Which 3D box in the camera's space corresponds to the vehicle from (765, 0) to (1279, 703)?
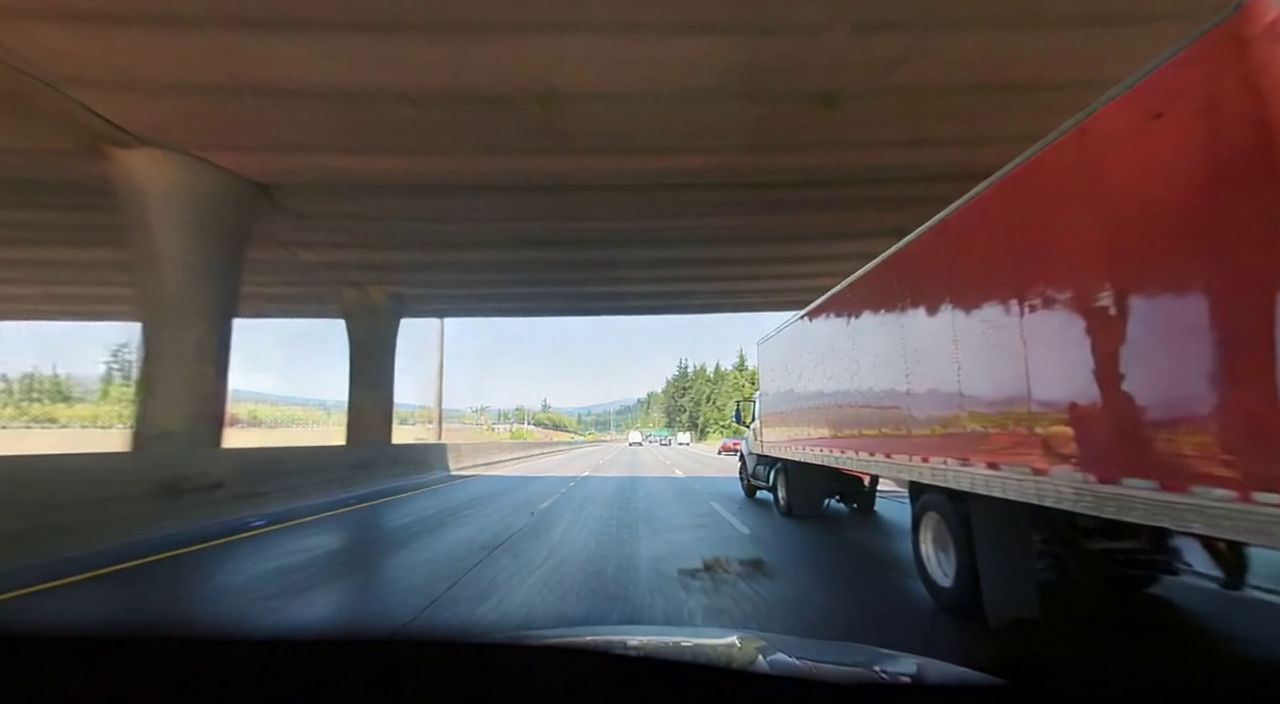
[{"bbox_3d":[4.148,0.714,7.734,2.849,3.391,11.018,0,-8,-1],"label":"vehicle"}]
